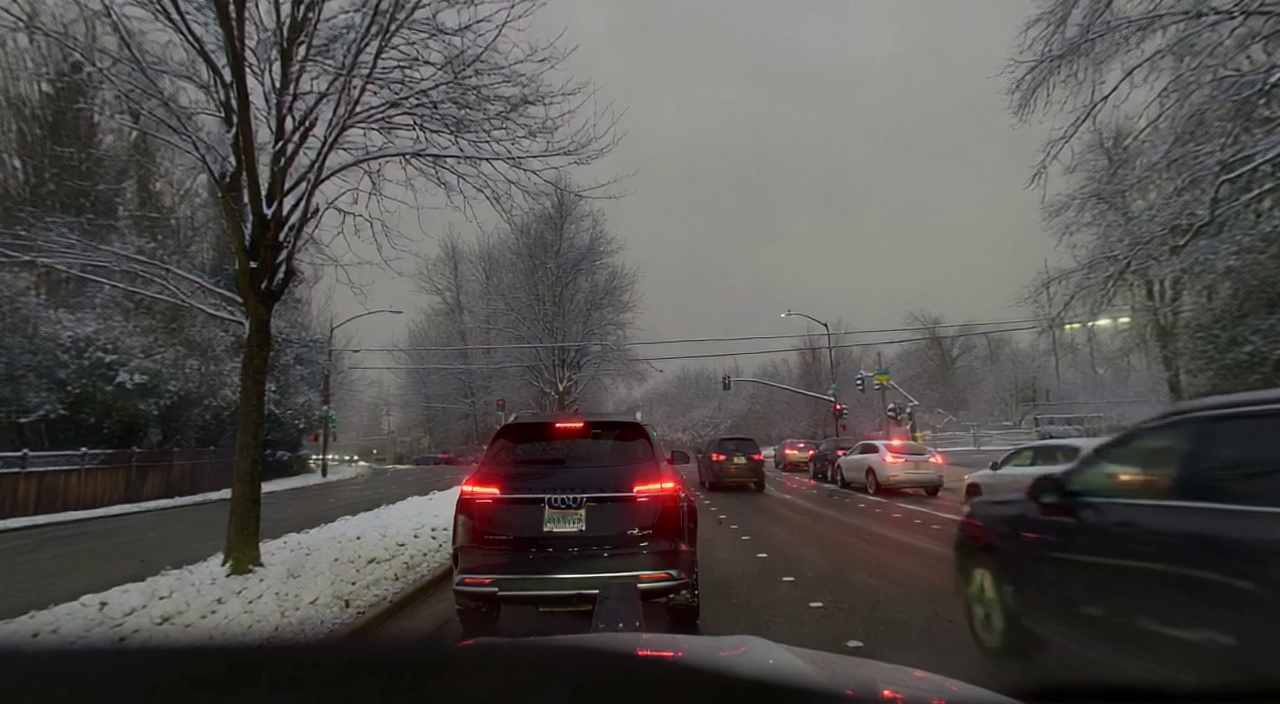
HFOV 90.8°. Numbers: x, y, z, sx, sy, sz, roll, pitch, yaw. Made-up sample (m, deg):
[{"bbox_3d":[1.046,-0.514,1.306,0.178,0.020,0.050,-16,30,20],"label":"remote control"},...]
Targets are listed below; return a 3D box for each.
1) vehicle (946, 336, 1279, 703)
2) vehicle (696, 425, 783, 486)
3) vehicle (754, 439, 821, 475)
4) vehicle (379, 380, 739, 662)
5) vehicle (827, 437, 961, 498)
[{"bbox_3d":[3.224,0.807,2.294,1.963,1.682,4.407,0,-9,0],"label":"vehicle"},{"bbox_3d":[3.336,3.603,22.238,2.200,1.909,4.853,0,-9,-1],"label":"vehicle"},{"bbox_3d":[6.607,4.769,28.834,1.917,1.489,4.625,0,-8,0],"label":"vehicle"},{"bbox_3d":[-0.447,1.347,6.085,2.201,1.709,4.271,0,-9,2],"label":"vehicle"},{"bbox_3d":[6.928,3.188,17.844,1.890,1.489,4.415,0,-9,-1],"label":"vehicle"}]
